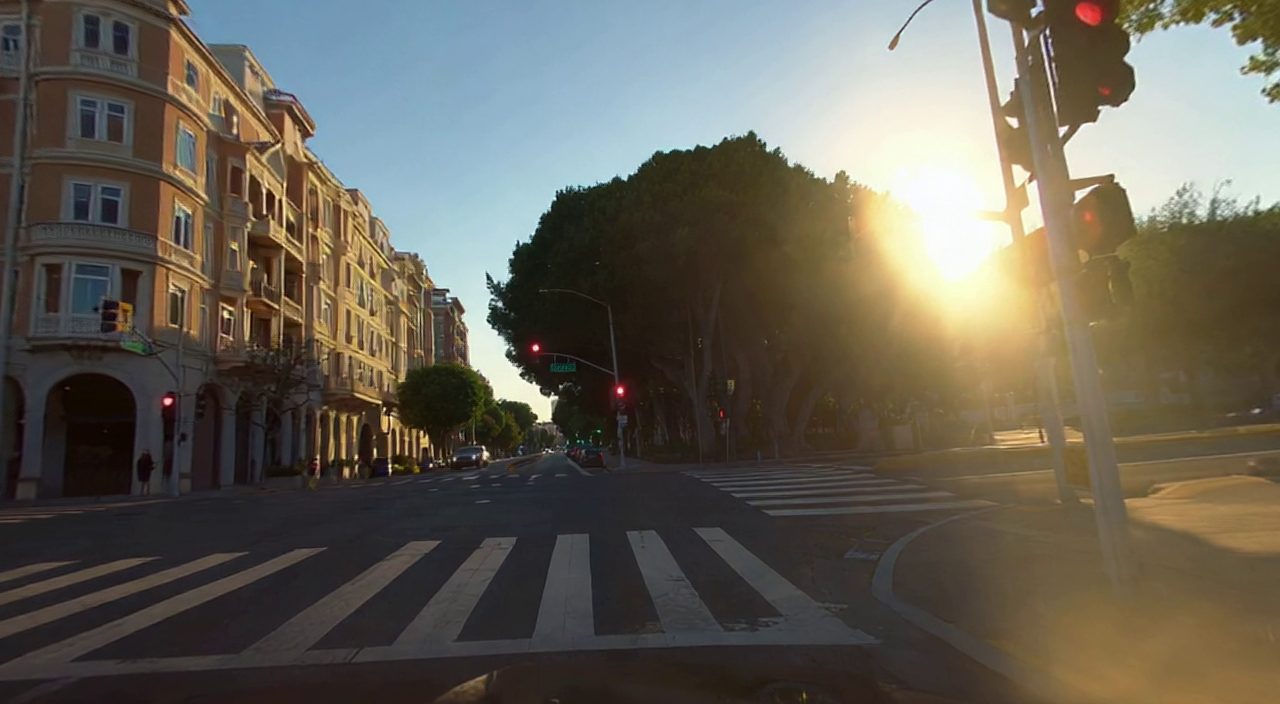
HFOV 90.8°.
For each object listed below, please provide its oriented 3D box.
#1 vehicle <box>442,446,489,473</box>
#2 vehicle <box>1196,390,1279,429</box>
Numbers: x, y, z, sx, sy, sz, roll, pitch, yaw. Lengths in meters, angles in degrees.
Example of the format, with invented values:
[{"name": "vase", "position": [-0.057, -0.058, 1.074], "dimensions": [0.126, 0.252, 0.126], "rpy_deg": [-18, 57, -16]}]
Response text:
[{"name": "vehicle", "position": [-10.447, 6.468, 38.162], "dimensions": [2.196, 1.503, 4.371], "rpy_deg": [1, -9, -8]}, {"name": "vehicle", "position": [28.460, 2.695, 28.982], "dimensions": [4.626, 1.636, 2.004], "rpy_deg": [2, -9, -14]}]
